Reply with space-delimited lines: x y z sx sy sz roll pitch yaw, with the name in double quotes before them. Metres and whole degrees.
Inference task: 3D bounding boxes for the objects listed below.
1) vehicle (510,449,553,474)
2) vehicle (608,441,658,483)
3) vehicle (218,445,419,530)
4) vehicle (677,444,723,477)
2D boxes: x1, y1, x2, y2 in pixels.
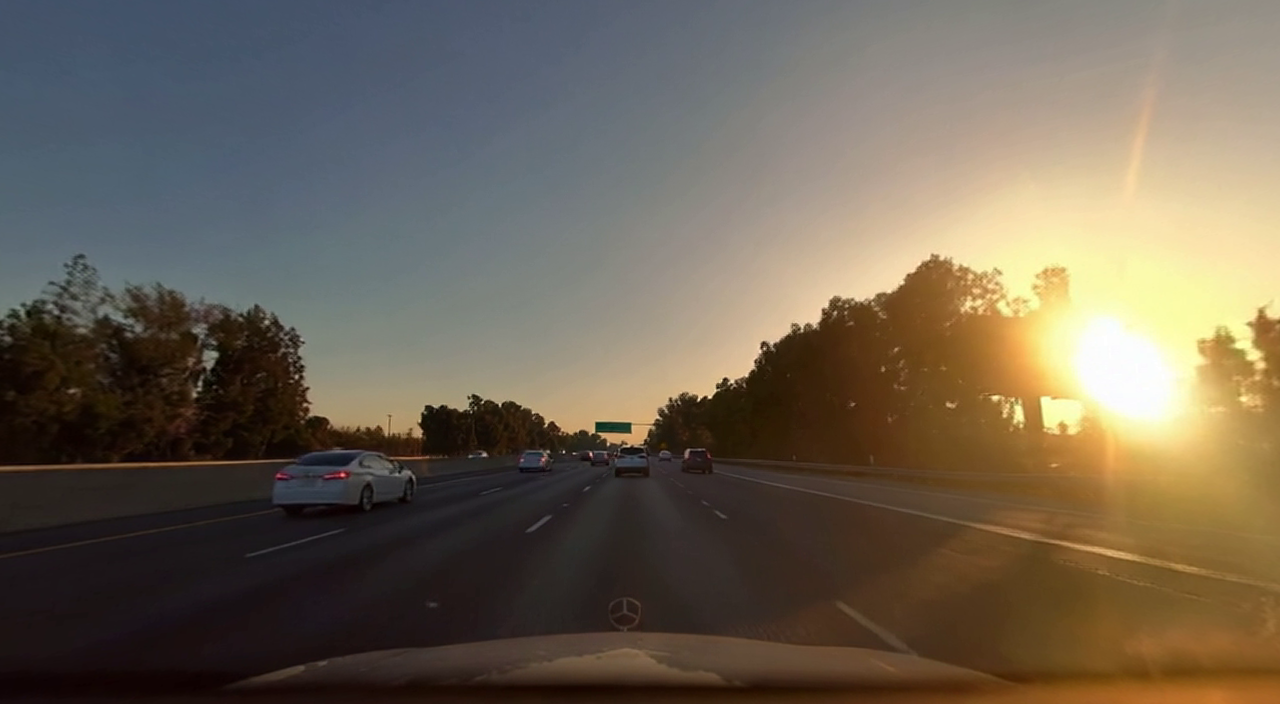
"vehicle" -6.893 7.033 40.556 1.892 1.468 4.792 0 -9 0
"vehicle" -0.311 4.998 28.994 2.127 1.749 4.776 0 -9 0
"vehicle" -6.656 2.816 13.807 1.918 1.509 4.736 0 -9 0
"vehicle" 3.251 5.962 34.859 1.925 1.716 4.378 0 -9 -2
